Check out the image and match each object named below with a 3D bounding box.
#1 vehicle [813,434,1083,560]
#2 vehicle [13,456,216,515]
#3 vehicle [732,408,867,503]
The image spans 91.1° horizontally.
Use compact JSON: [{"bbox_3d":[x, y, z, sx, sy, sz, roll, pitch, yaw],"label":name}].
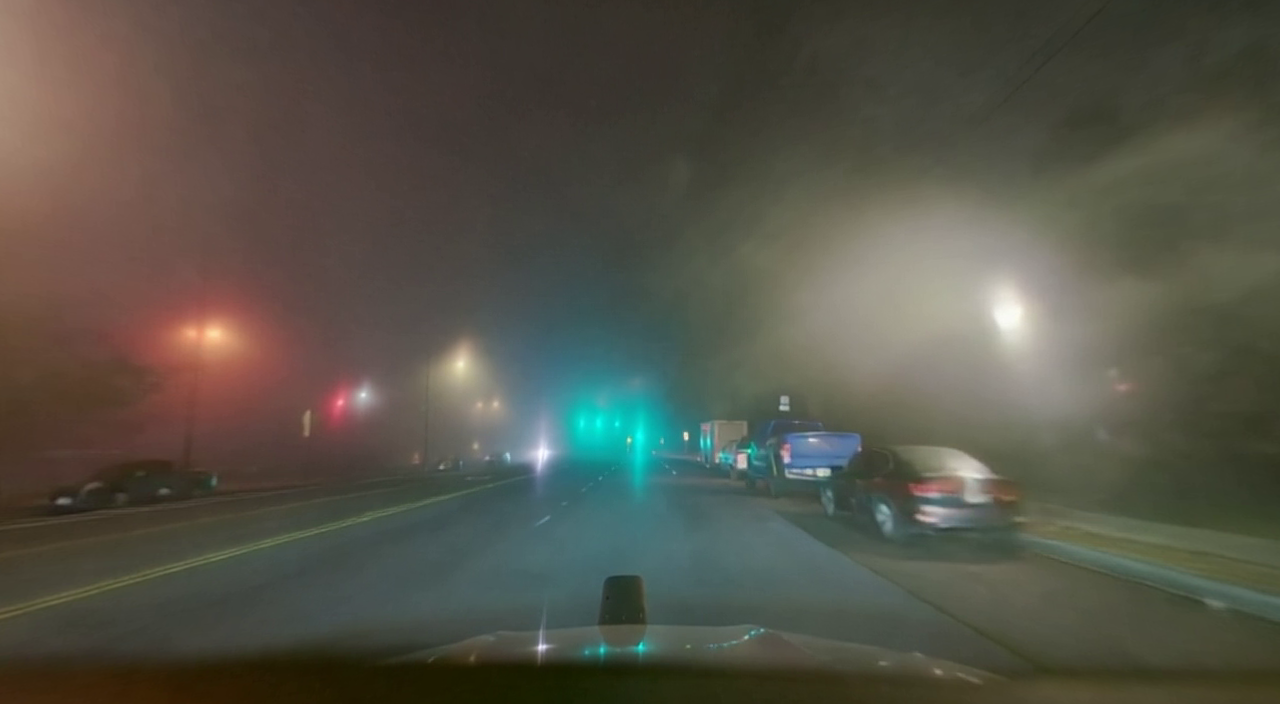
[{"bbox_3d":[4.205,2.037,9.611,1.804,1.432,4.594,0,-9,0],"label":"vehicle"},{"bbox_3d":[-15.289,3.855,18.704,1.944,1.454,4.581,0,-9,2],"label":"vehicle"},{"bbox_3d":[4.105,2.827,17.475,2.293,2.171,5.871,0,-9,1],"label":"vehicle"}]
